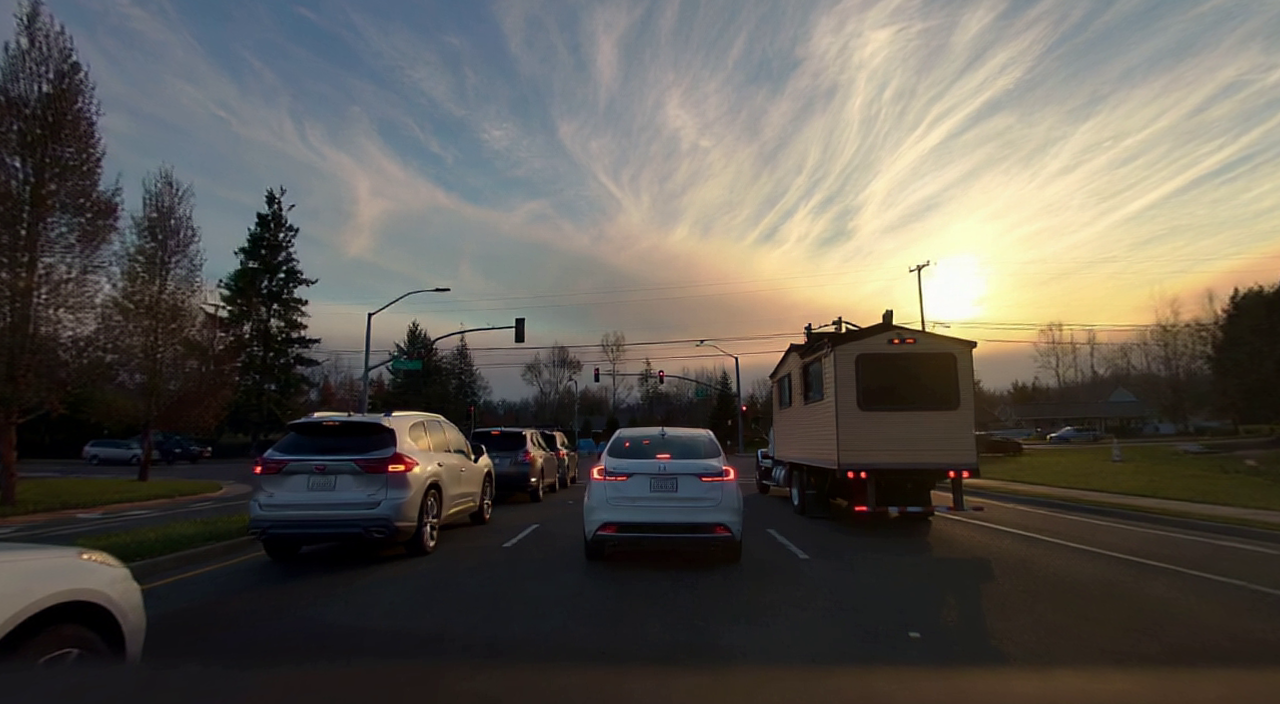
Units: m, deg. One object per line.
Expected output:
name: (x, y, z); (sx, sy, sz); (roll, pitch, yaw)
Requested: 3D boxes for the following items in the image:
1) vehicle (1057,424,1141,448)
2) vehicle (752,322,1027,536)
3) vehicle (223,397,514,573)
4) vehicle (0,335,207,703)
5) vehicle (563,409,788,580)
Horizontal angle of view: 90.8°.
vehicle: (33.190, 6.127, 45.865); (4.671, 1.595, 1.824); (-5, -10, 31)
vehicle: (3.684, 1.387, 10.977); (2.531, 2.750, 5.595); (0, -9, 1)
vehicle: (-3.271, 1.713, 8.842); (2.085, 1.812, 4.388); (0, -9, 0)
vehicle: (-3.434, 0.669, 1.475); (1.952, 1.730, 4.116); (0, -9, -1)
vehicle: (0.353, 1.706, 8.315); (2.189, 1.649, 4.171); (0, -9, 0)
